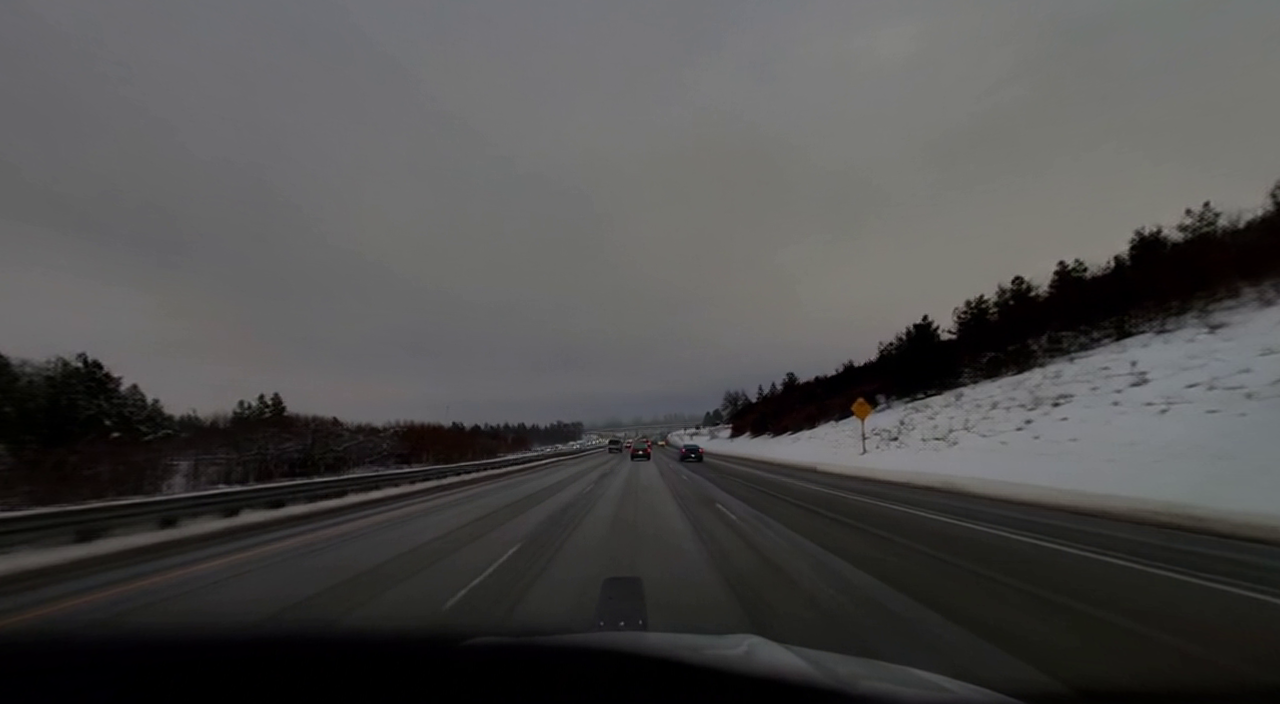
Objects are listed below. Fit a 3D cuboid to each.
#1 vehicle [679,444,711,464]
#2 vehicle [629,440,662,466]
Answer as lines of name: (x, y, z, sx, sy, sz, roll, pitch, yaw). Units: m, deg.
vehicle: (3.888, 7.253, 44.991, 1.976, 1.352, 3.602, 0, -8, 0)
vehicle: (0.324, 6.437, 40.382, 1.986, 1.576, 4.312, 0, -8, 0)
